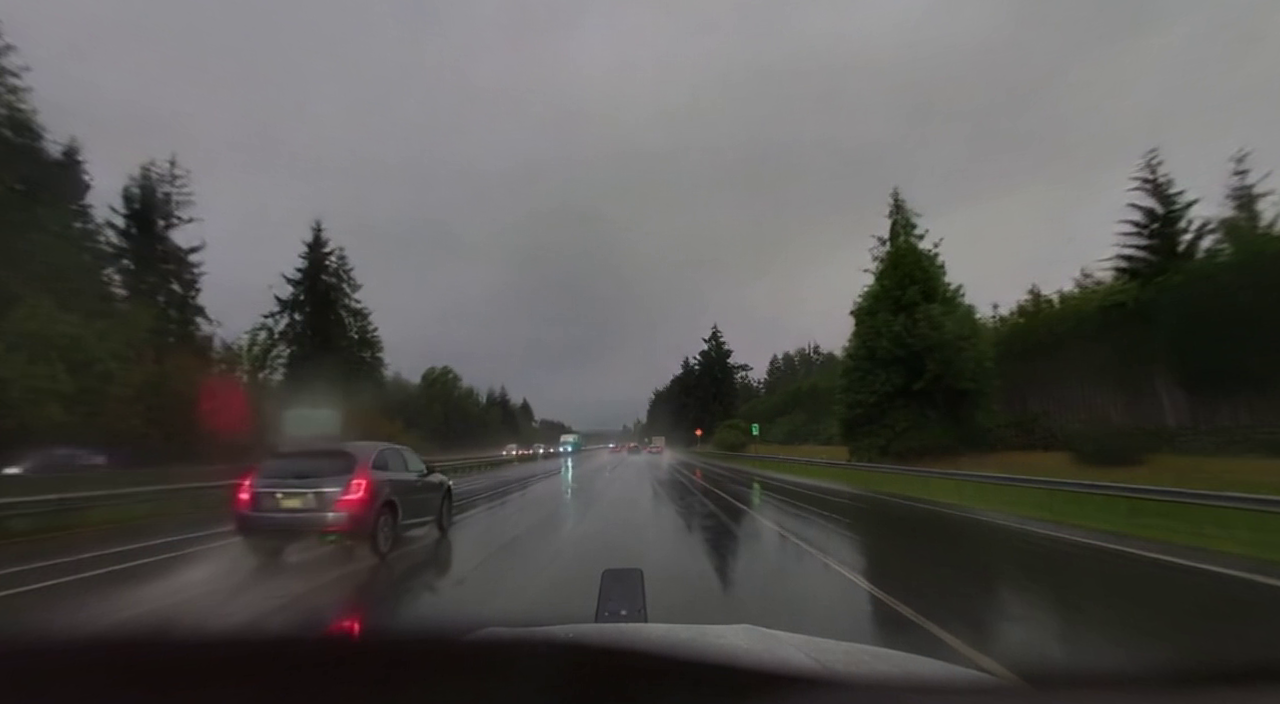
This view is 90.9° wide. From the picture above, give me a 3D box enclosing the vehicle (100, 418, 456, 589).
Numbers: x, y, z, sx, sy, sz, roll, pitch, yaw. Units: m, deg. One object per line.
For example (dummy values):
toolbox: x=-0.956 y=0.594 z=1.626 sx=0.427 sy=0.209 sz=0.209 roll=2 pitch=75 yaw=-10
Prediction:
vehicle: x=-3.938 y=1.710 z=7.892 sx=1.936 sy=1.545 sz=4.116 roll=0 pitch=-9 yaw=1
